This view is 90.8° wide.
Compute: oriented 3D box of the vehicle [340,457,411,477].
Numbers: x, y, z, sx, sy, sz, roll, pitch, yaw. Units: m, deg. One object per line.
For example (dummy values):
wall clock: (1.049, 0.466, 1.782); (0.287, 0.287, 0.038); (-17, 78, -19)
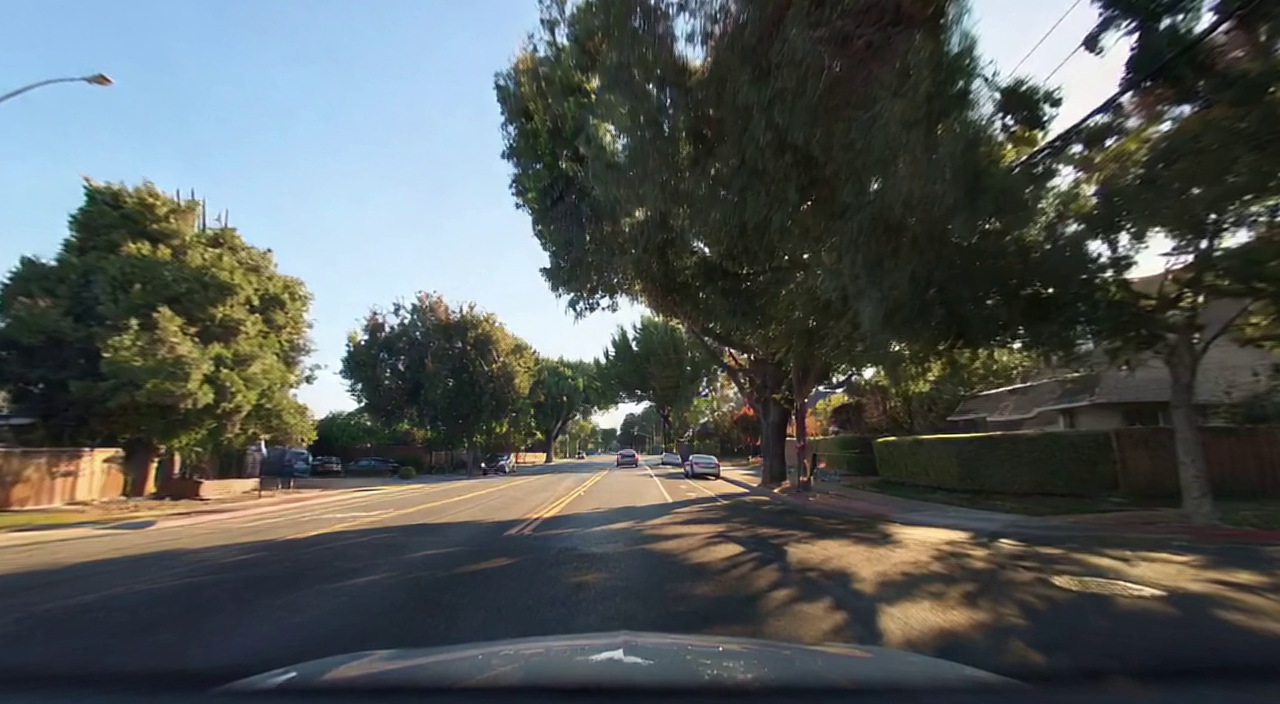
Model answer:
vehicle: (-19.183, 8.348, 45.933); (4.326, 1.355, 1.812); (1, -9, -4)

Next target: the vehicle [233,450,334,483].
vehicle: (-20.287, 6.528, 36.134); (4.496, 1.823, 2.046); (1, -9, -6)

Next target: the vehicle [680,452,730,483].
vehicle: (3.402, 6.158, 33.841); (2.014, 1.498, 4.484); (1, -9, -3)
